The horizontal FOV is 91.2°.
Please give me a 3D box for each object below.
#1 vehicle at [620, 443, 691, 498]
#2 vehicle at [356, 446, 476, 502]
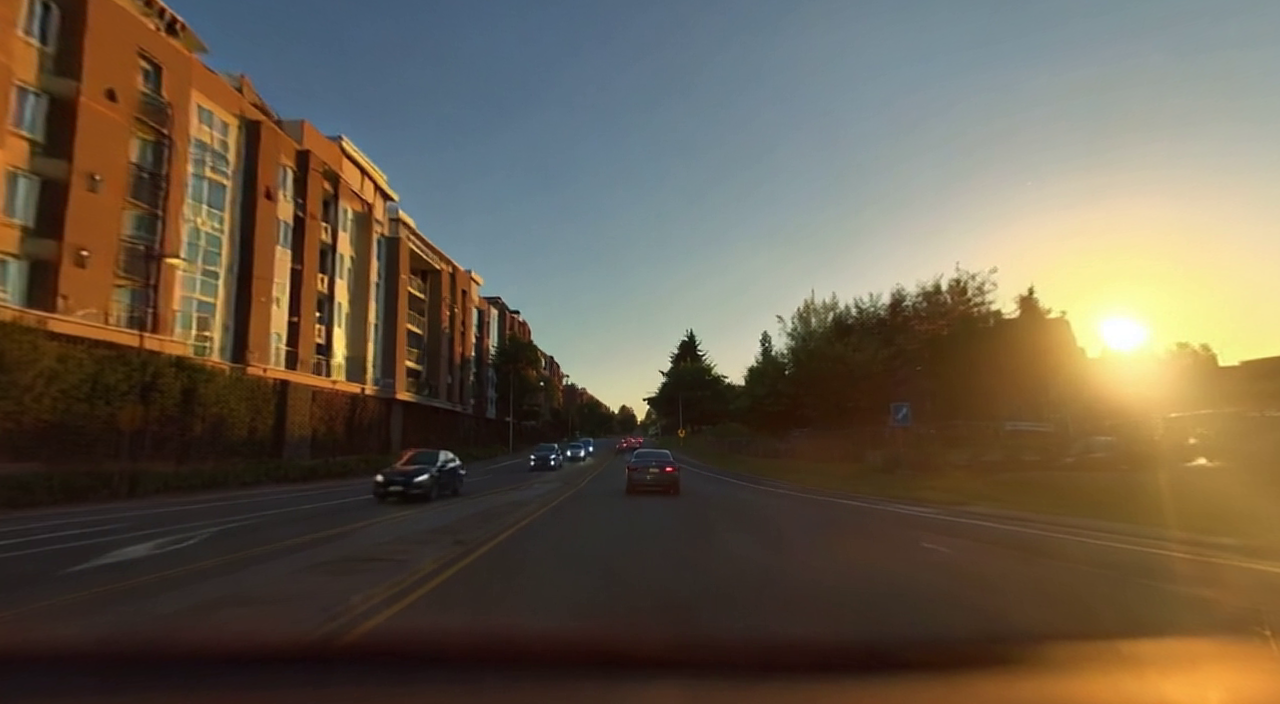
[{"bbox_3d":[0.430,3.680,19.842,2.014,1.525,3.670,-1,-9,-1],"label":"vehicle"},{"bbox_3d":[-6.757,3.704,19.469,2.018,1.498,4.168,-1,-9,3],"label":"vehicle"}]
